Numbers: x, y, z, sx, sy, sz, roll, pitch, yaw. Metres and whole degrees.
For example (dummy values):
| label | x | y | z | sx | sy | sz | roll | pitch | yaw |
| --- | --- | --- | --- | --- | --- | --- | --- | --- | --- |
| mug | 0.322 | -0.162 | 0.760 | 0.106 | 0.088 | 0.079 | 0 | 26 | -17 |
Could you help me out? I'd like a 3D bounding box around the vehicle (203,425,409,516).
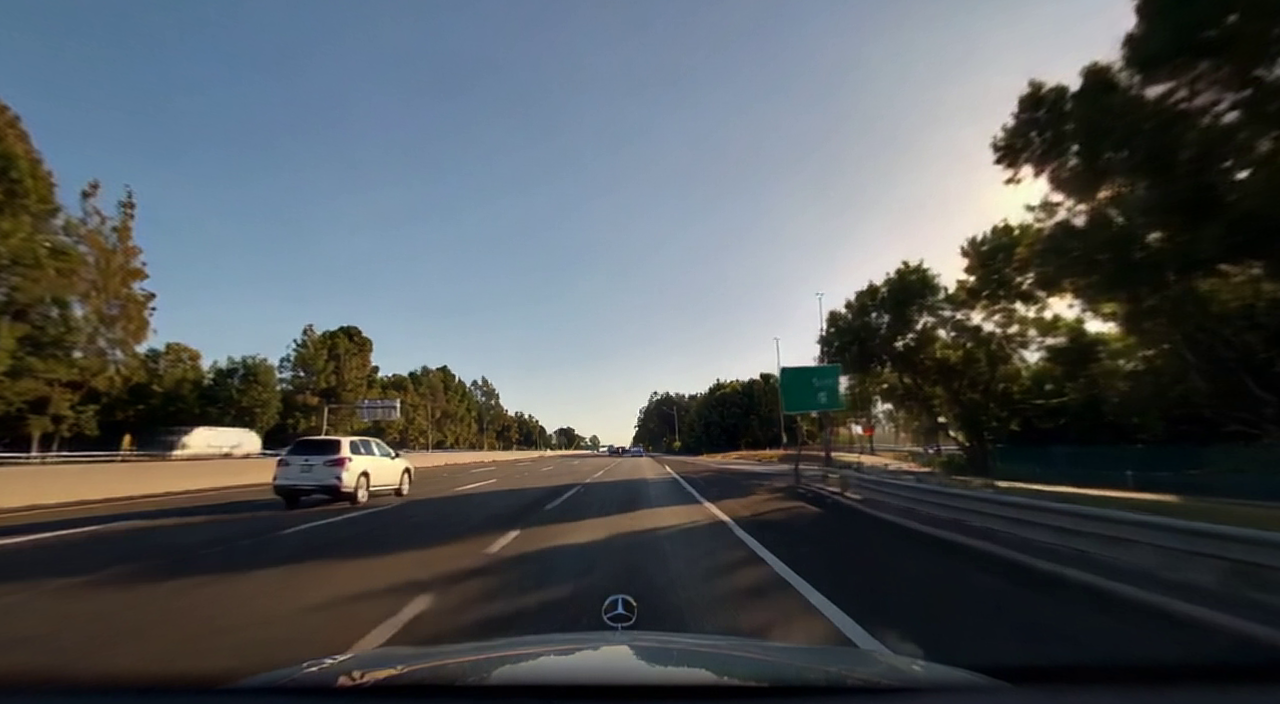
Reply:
| label | x | y | z | sx | sy | sz | roll | pitch | yaw |
| --- | --- | --- | --- | --- | --- | --- | --- | --- | --- |
| vehicle | -7.572 | 2.729 | 15.064 | 2.231 | 1.807 | 4.758 | 0 | -8 | 1 |
